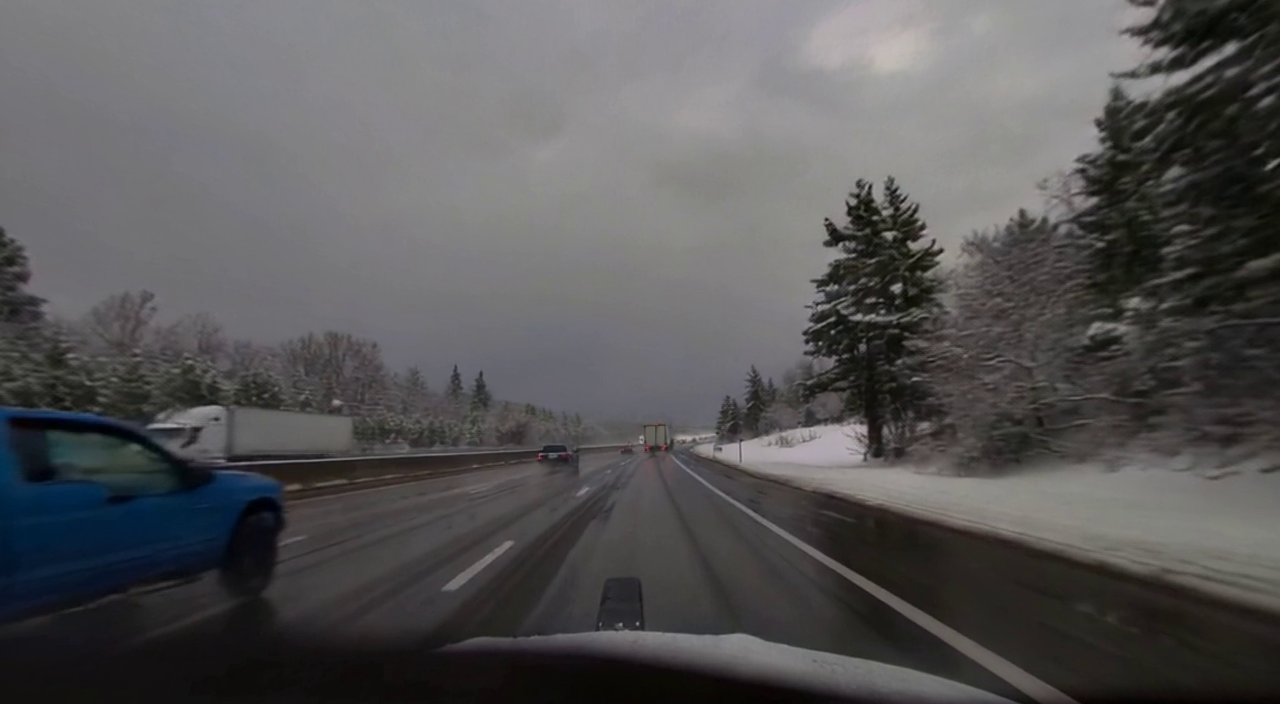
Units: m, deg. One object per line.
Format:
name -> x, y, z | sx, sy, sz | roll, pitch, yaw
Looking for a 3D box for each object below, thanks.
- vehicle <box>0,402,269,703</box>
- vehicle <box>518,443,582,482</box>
vehicle -> -3.844, 0.923, 2.499 | 2.078, 1.469, 4.371 | 0, -9, 0
vehicle -> -3.586, 4.472, 25.768 | 1.943, 1.460, 3.961 | 0, -9, 1
